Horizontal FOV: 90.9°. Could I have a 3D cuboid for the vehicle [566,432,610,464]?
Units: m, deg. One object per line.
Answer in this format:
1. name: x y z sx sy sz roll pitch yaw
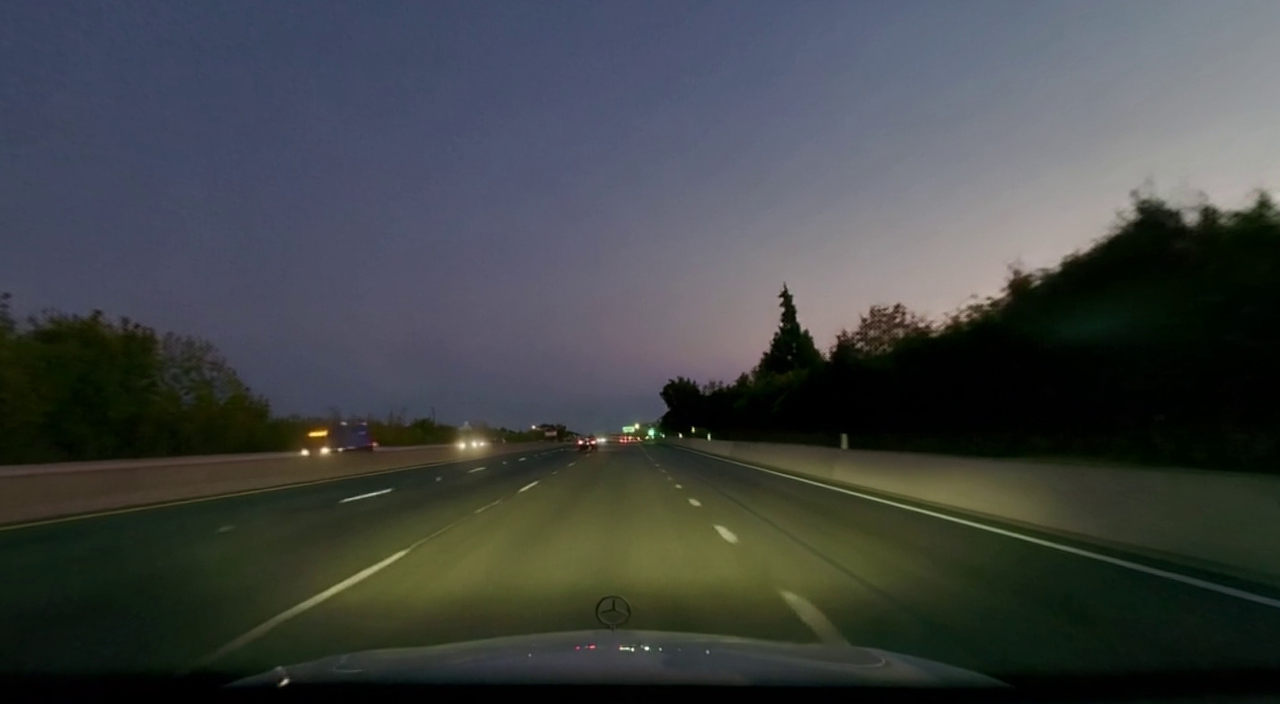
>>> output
1. vehicle: -2.547 4.783 31.686 2.000 1.491 3.913 0 -8 -1
